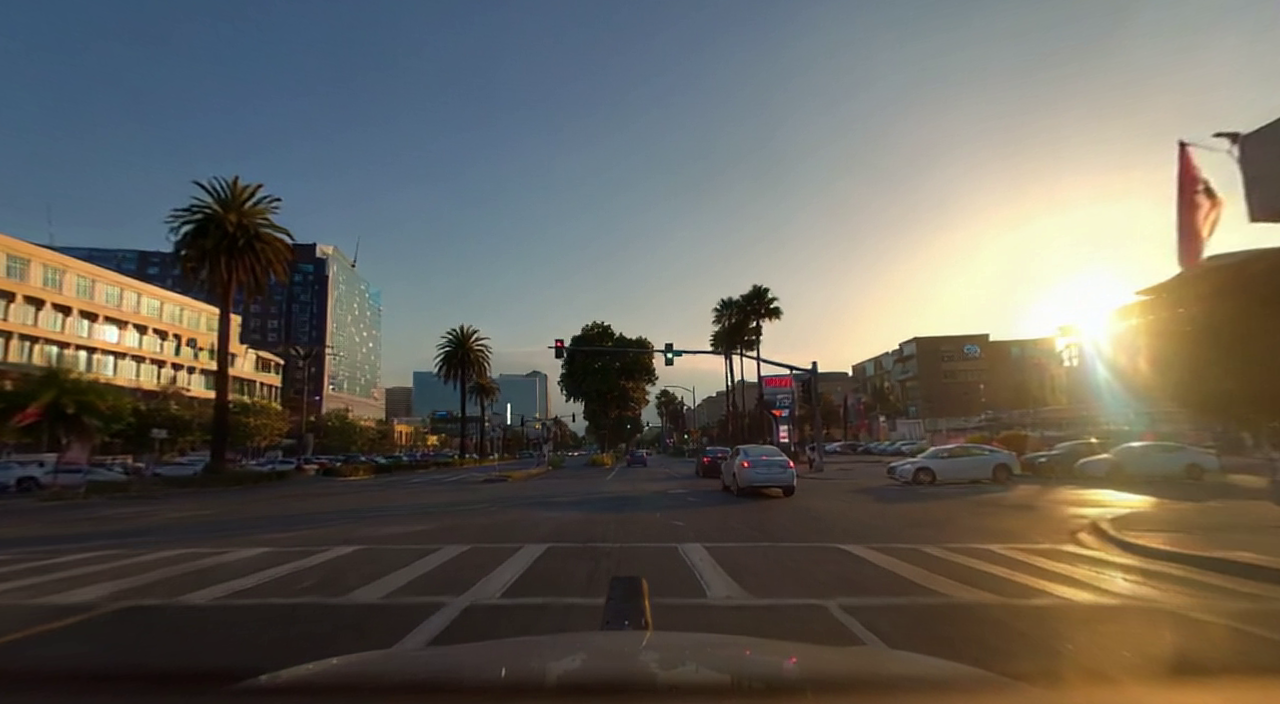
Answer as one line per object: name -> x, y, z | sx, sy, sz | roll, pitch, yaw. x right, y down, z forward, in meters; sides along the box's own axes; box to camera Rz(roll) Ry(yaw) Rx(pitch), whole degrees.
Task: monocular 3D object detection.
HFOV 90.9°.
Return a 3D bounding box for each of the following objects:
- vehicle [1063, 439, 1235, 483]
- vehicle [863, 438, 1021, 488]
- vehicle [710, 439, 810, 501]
vehicle -> 18.379, 3.938, 22.940 | 4.462, 1.474, 2.083 | 0, -8, -1
vehicle -> 10.562, 3.893, 22.325 | 4.448, 1.640, 2.160 | 0, -8, -1
vehicle -> 3.247, 3.280, 17.937 | 1.931, 1.534, 4.126 | 0, -8, -1
